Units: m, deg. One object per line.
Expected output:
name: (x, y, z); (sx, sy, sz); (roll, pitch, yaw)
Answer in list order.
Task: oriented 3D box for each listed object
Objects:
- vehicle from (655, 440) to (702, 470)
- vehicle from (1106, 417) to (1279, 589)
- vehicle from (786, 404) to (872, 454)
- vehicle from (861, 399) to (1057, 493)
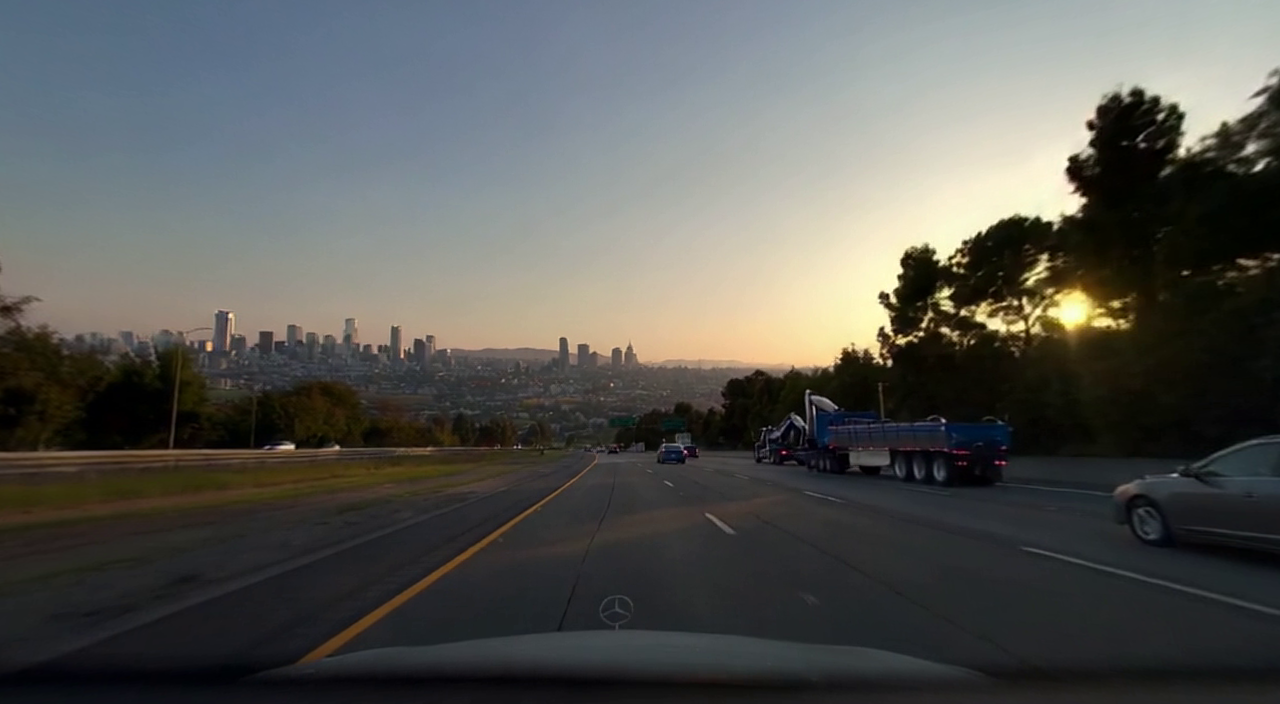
vehicle: (2.289, 6.280, 38.800); (2.305, 1.729, 4.526); (0, -8, -3)
vehicle: (6.781, 1.308, 5.349); (2.106, 1.519, 4.560); (0, -8, -1)
vehicle: (12.999, 5.479, 44.211); (3.476, 3.195, 6.407); (1, -8, -5)
vehicle: (10.300, 3.186, 21.498); (2.873, 2.663, 6.922); (0, -8, -1)
